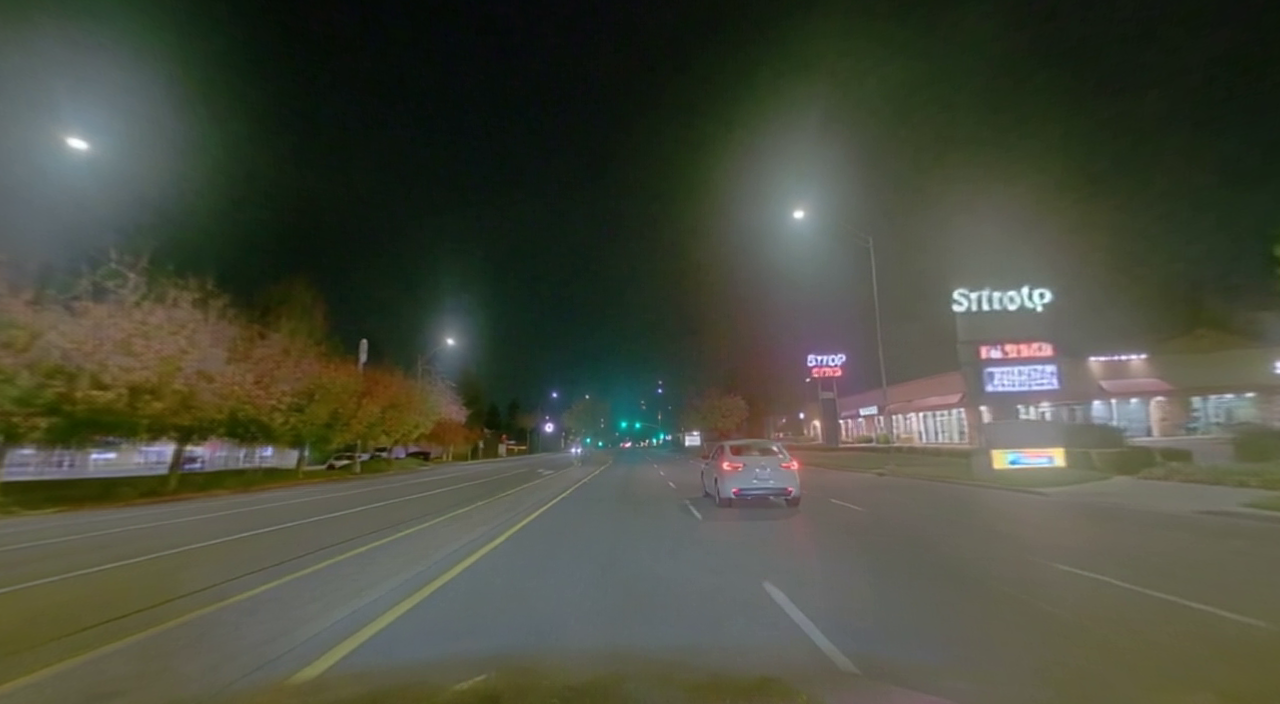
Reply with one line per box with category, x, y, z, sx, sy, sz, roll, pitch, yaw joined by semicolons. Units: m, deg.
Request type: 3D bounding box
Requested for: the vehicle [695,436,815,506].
vehicle;2.637;2.867;15.644;2.015;1.479;4.444;0;-9;-2
